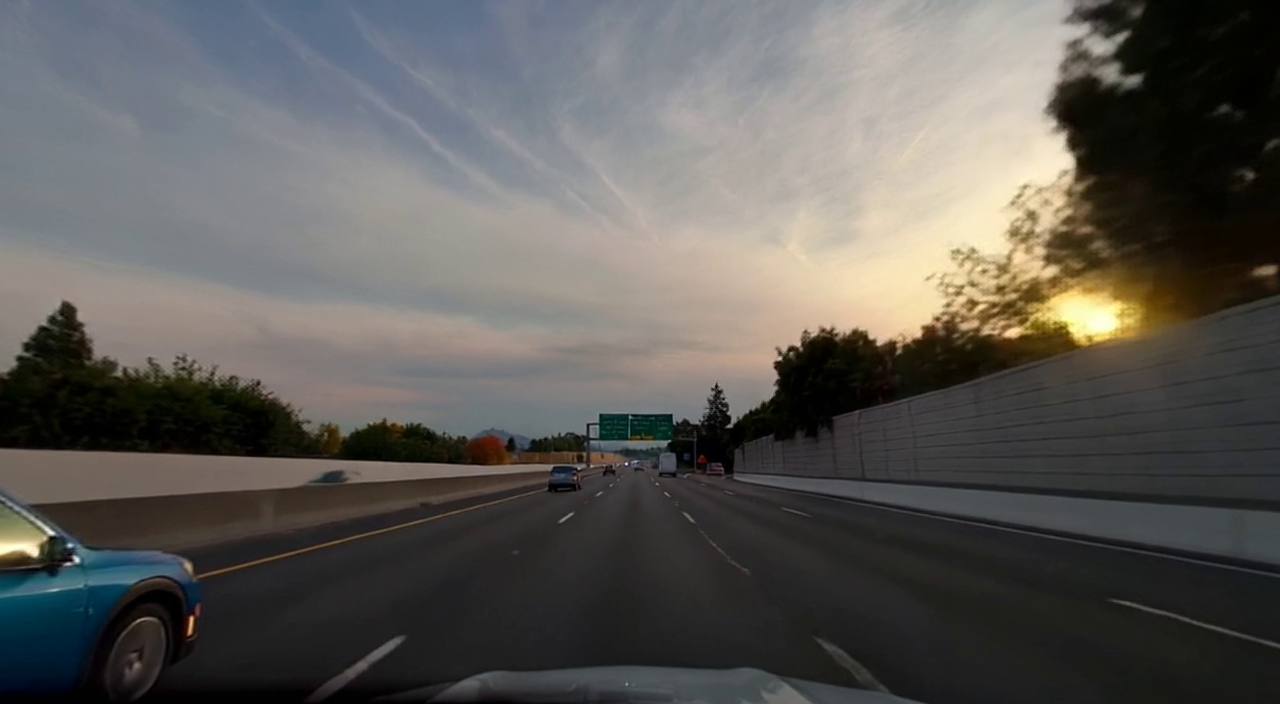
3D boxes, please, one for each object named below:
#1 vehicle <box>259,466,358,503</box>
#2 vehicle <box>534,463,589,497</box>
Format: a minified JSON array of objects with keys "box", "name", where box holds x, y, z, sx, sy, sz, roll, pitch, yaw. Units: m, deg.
[{"box":[-14.664,5.874,28.203,1.961,1.478,4.534,1,-10,0],"name":"vehicle"},{"box":[-3.769,6.232,30.938,2.045,1.487,4.582,1,-10,1],"name":"vehicle"}]
